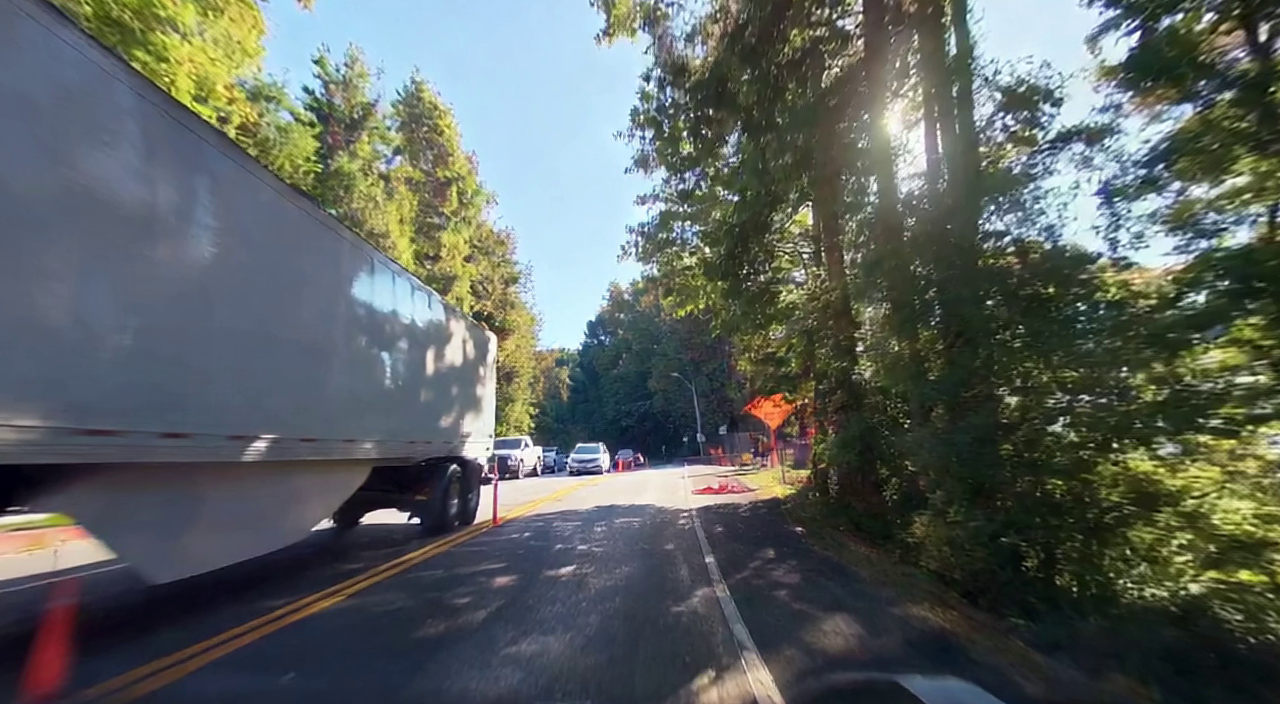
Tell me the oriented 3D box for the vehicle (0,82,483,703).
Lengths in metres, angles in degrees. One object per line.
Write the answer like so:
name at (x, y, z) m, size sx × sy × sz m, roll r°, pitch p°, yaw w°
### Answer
vehicle at (-4.109, 0.752, 5.480) m, size 3.158 × 2.808 × 8.423 m, roll 0°, pitch -8°, yaw 1°

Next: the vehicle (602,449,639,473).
vehicle at (-1.317, 7.495, 43.758) m, size 1.981 × 1.410 × 4.162 m, roll -4°, pitch -9°, yaw 5°

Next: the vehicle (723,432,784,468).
vehicle at (7.014, 6.194, 40.017) m, size 2.845 × 2.053 × 6.457 m, roll 0°, pitch -8°, yaw 2°

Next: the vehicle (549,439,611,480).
vehicle at (-2.825, 5.215, 30.966) m, size 2.177 × 1.803 × 4.690 m, roll -1°, pitch -8°, yaw 5°
